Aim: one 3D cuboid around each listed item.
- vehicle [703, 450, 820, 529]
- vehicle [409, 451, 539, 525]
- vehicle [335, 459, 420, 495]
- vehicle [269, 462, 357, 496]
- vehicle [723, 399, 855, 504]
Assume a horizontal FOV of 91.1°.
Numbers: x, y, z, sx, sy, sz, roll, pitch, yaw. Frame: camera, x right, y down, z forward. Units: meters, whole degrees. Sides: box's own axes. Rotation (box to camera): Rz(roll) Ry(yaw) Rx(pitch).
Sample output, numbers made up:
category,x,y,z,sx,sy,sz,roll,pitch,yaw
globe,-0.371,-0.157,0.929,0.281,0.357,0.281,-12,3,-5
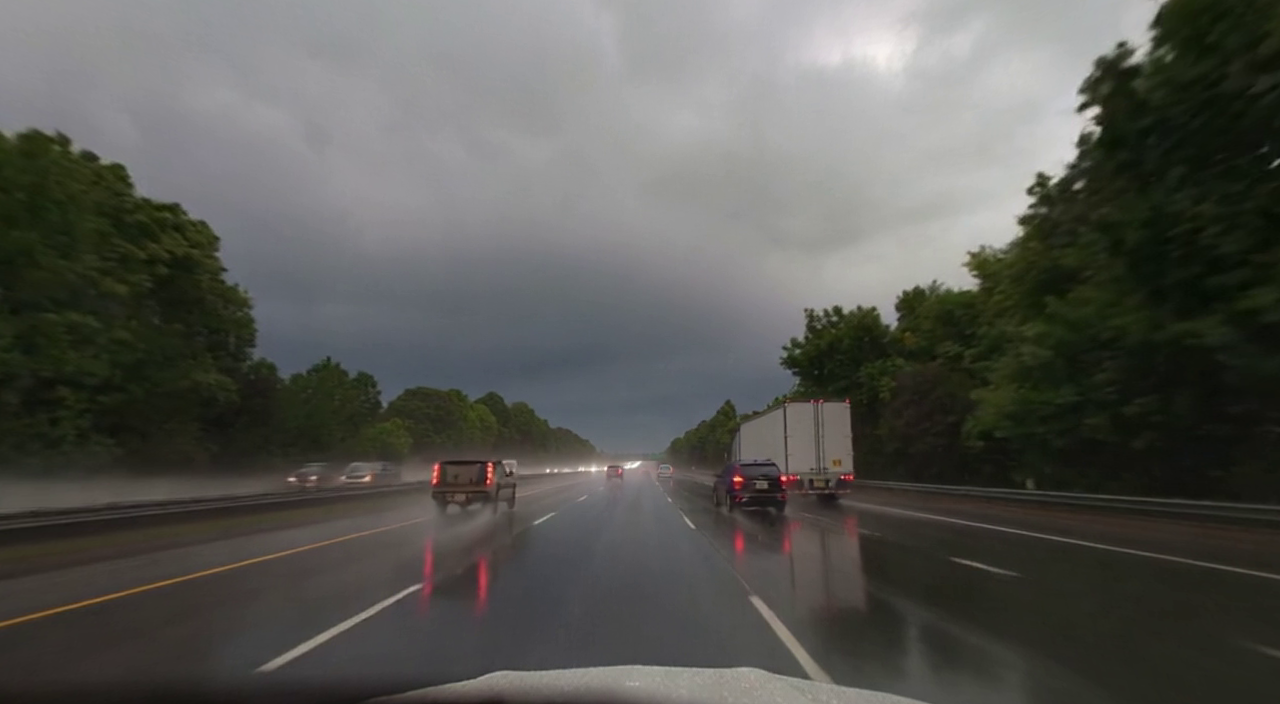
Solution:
category,x,y,z,sx,sy,sz,roll,pitch,yaw
vehicle,2.919,3.468,16.261,2.050,1.708,4.457,1,-10,-1
vehicle,-3.895,3.300,15.606,2.025,1.547,4.150,1,-10,1
vehicle,-11.872,5.669,28.740,1.897,1.459,4.503,1,-10,0
vehicle,-15.599,6.084,30.264,1.832,1.455,4.420,1,-10,0
vehicle,7.089,5.521,33.792,2.883,4.151,17.144,1,-10,0
